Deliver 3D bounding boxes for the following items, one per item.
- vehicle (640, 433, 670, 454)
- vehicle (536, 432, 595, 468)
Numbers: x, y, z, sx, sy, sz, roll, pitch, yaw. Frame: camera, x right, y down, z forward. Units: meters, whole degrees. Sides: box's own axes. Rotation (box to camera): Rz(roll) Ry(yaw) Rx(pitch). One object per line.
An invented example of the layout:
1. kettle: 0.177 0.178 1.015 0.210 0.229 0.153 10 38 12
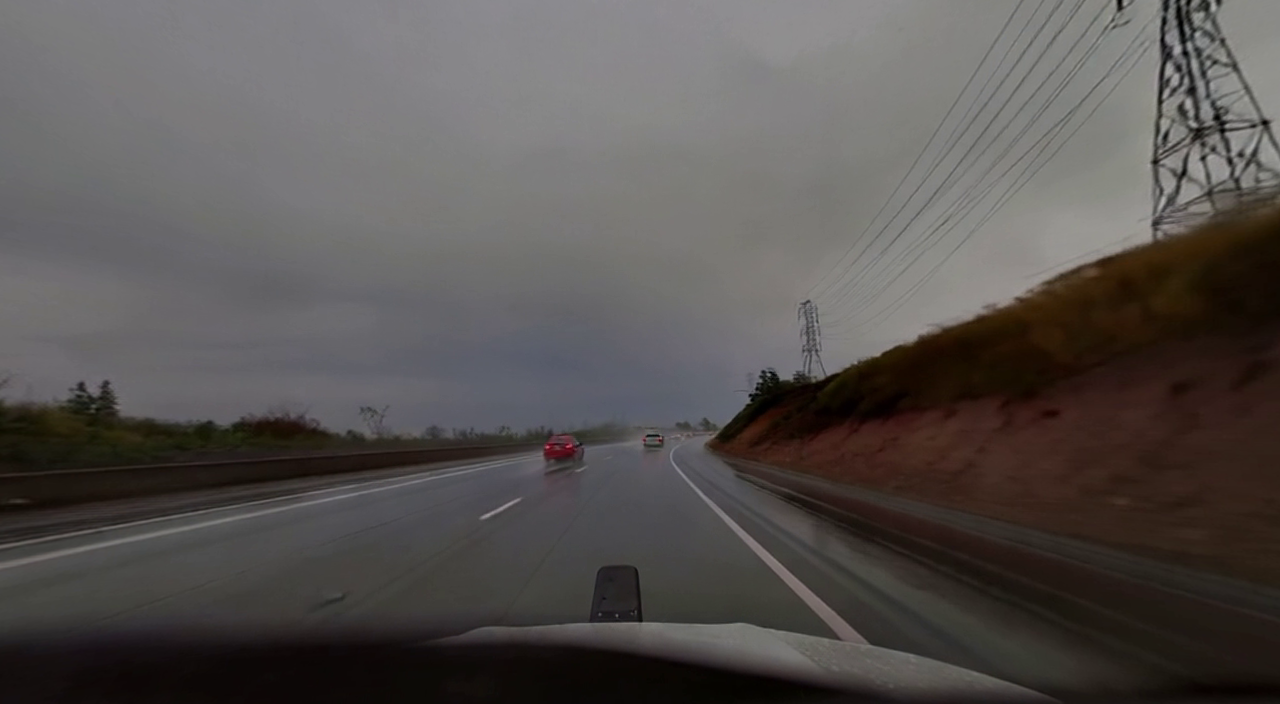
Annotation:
1. vehicle: 1.185 6.902 47.515 2.077 1.523 4.206 0 -8 3
2. vehicle: -3.345 4.471 29.042 2.030 1.522 4.250 0 -8 2
